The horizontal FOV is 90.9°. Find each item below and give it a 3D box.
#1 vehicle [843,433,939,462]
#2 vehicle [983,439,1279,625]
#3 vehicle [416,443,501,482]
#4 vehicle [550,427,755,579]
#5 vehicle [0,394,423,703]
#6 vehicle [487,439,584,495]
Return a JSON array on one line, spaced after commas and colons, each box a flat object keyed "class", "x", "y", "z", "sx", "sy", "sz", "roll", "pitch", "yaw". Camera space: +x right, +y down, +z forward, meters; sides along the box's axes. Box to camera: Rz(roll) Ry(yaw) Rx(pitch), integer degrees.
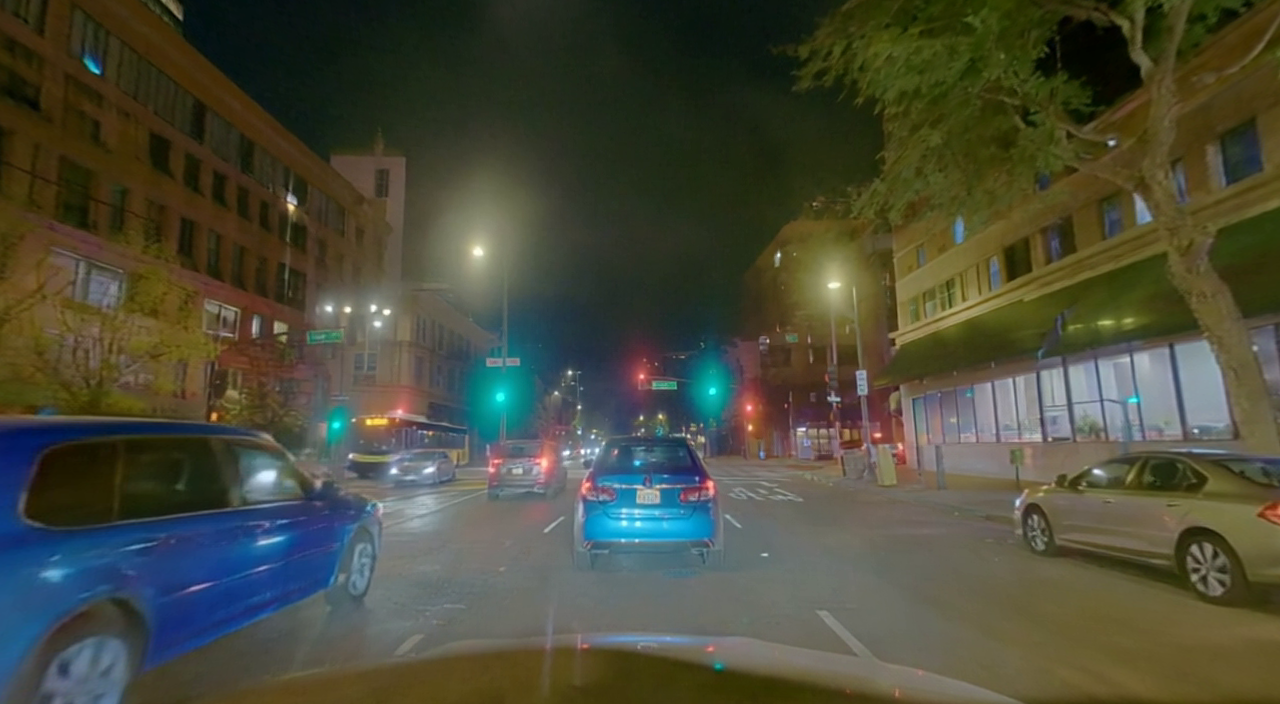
[{"class": "vehicle", "x": 16.418, "y": 6.266, "z": 41.512, "sx": 5.345, "sy": 1.811, "sz": 2.175, "roll": 0, "pitch": -9, "yaw": -1}, {"class": "vehicle", "x": 5.991, "y": 1.709, "z": 6.905, "sx": 1.873, "sy": 1.453, "sz": 4.579, "roll": 0, "pitch": -9, "yaw": 0}, {"class": "vehicle", "x": -6.968, "y": 4.268, "z": 24.638, "sx": 1.964, "sy": 1.341, "sz": 4.149, "roll": -1, "pitch": -9, "yaw": 2}, {"class": "vehicle", "x": 0.097, "y": 1.764, "z": 8.074, "sx": 2.022, "sy": 1.481, "sz": 3.564, "roll": 0, "pitch": -9, "yaw": -1}, {"class": "vehicle", "x": -3.103, "y": 1.164, "z": 3.849, "sx": 1.970, "sy": 1.492, "sz": 4.534, "roll": 0, "pitch": -9, "yaw": 0}, {"class": "vehicle", "x": -3.010, "y": 3.407, "z": 19.076, "sx": 2.131, "sy": 1.486, "sz": 4.089, "roll": 0, "pitch": -9, "yaw": 1}]
